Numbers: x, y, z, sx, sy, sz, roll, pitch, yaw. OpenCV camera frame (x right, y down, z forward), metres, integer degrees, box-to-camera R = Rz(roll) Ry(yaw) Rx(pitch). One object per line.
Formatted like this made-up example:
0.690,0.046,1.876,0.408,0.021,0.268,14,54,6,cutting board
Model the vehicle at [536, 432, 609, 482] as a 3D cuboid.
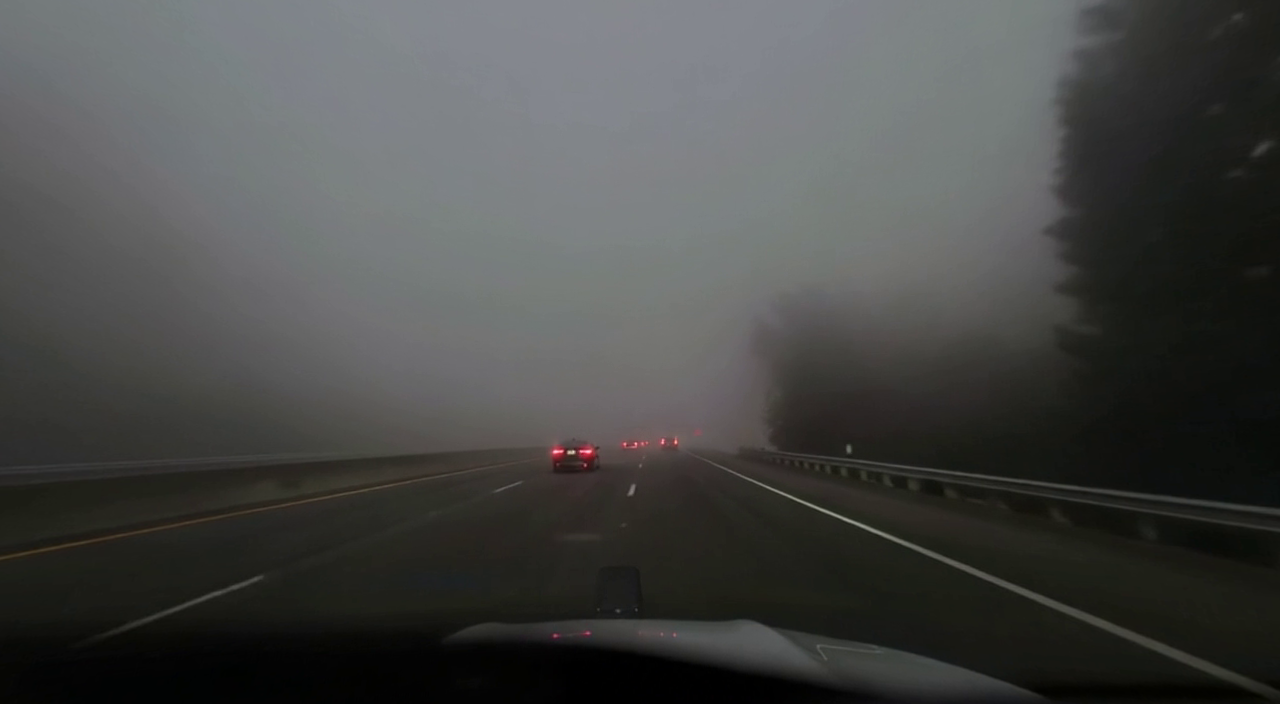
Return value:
-2.272,3.669,22.410,2.039,1.589,4.324,0,-8,1,vehicle
